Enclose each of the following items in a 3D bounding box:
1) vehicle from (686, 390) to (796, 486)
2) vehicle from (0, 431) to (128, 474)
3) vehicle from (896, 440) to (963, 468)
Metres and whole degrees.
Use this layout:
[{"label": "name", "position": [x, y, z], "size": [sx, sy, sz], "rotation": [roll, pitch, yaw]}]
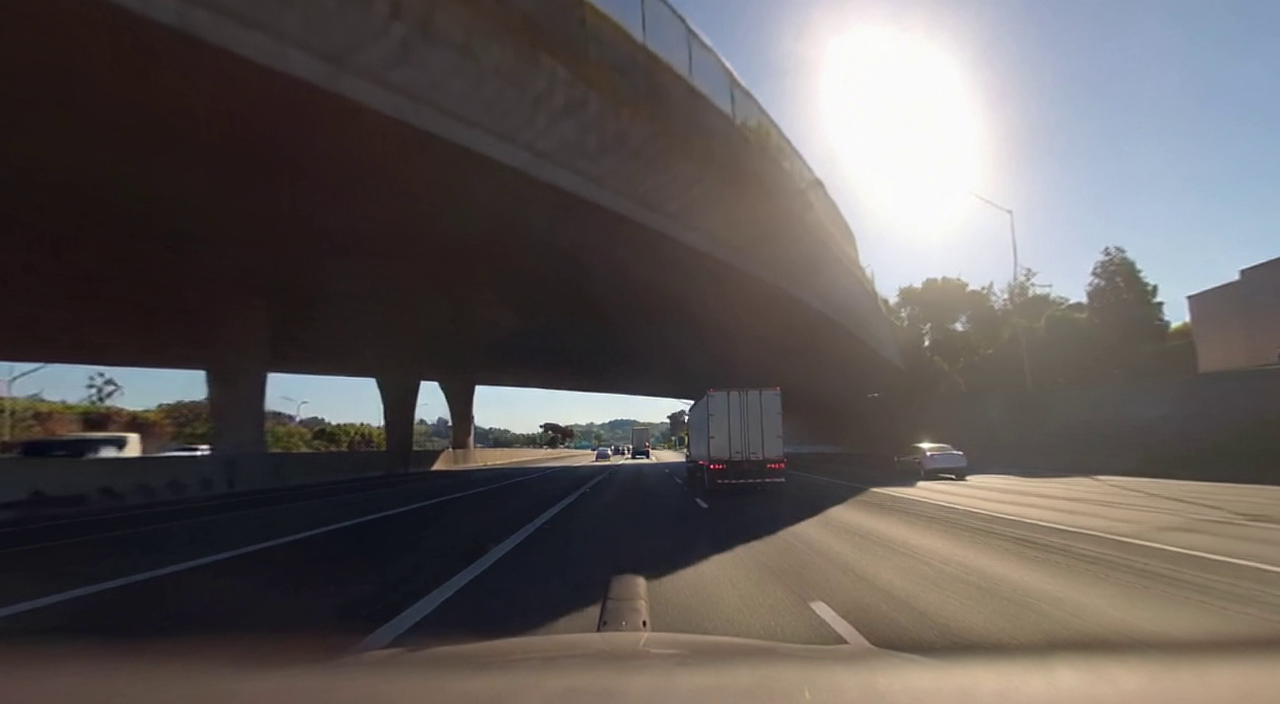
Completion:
[{"label": "vehicle", "position": [3.969, 3.885, 27.767], "size": [3.049, 3.395, 10.595], "rotation": [0, -9, 0]}, {"label": "vehicle", "position": [-39.019, 6.769, 42.492], "size": [3.163, 2.646, 6.391], "rotation": [0, -9, 0]}, {"label": "vehicle", "position": [17.480, 6.231, 38.125], "size": [2.021, 1.549, 4.322], "rotation": [1, -10, 0]}]
